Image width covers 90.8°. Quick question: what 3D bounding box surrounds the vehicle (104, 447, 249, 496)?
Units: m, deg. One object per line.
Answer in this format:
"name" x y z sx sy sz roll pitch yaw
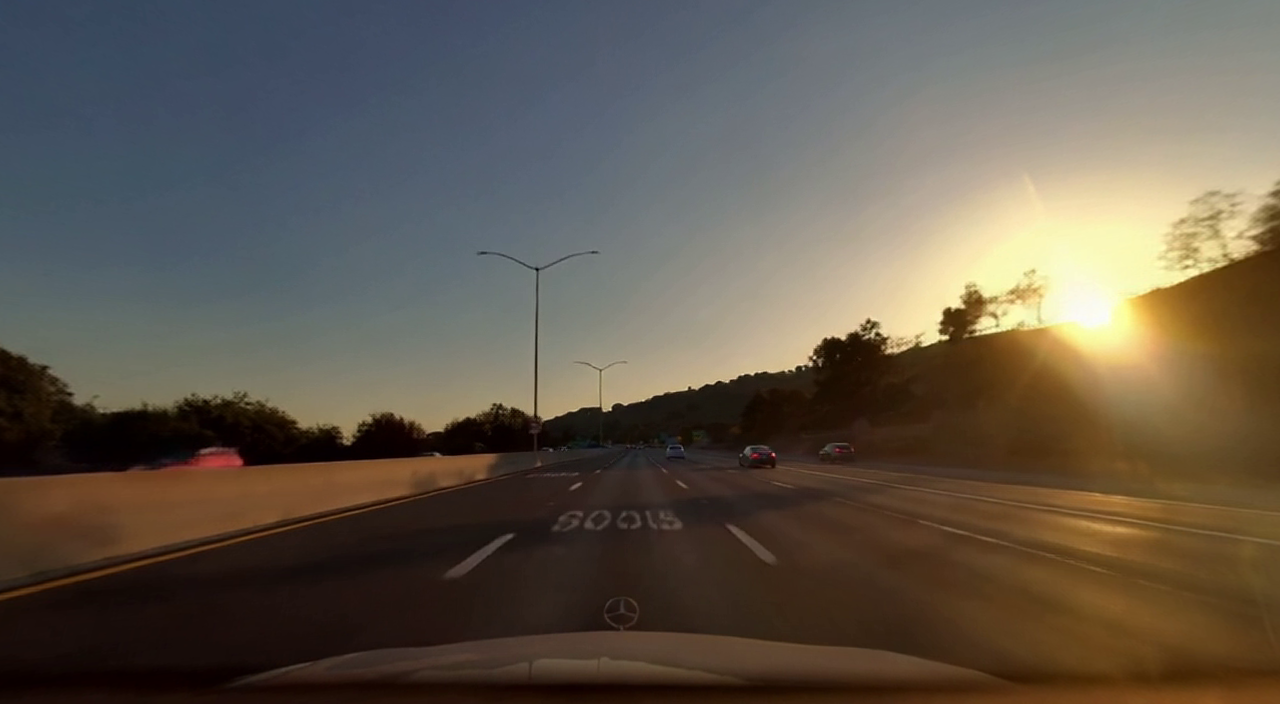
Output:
"vehicle" -18.238 4.682 25.258 2.001 1.640 4.894 0 -8 1

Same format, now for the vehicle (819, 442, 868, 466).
"vehicle" 14.606 7.345 45.653 2.025 1.595 4.268 0 -9 -1

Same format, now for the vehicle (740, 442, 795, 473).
"vehicle" 6.719 5.591 33.655 2.038 1.528 3.910 0 -9 -1
